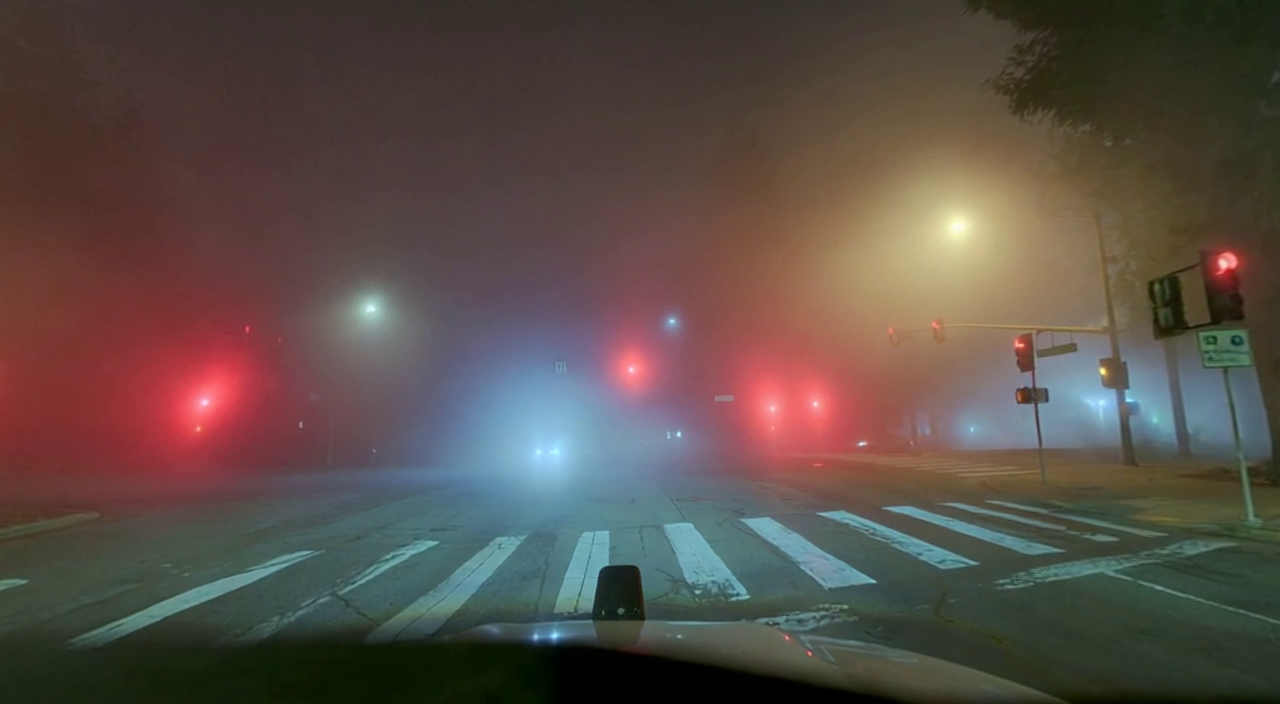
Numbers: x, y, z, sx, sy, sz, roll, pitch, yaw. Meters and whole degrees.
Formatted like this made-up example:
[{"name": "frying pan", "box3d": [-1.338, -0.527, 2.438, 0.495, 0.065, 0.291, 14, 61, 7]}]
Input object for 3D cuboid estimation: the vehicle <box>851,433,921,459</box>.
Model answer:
[{"name": "vehicle", "box3d": [17.630, 6.743, 45.243, 4.600, 1.783, 1.970, 4, -10, -26]}]
